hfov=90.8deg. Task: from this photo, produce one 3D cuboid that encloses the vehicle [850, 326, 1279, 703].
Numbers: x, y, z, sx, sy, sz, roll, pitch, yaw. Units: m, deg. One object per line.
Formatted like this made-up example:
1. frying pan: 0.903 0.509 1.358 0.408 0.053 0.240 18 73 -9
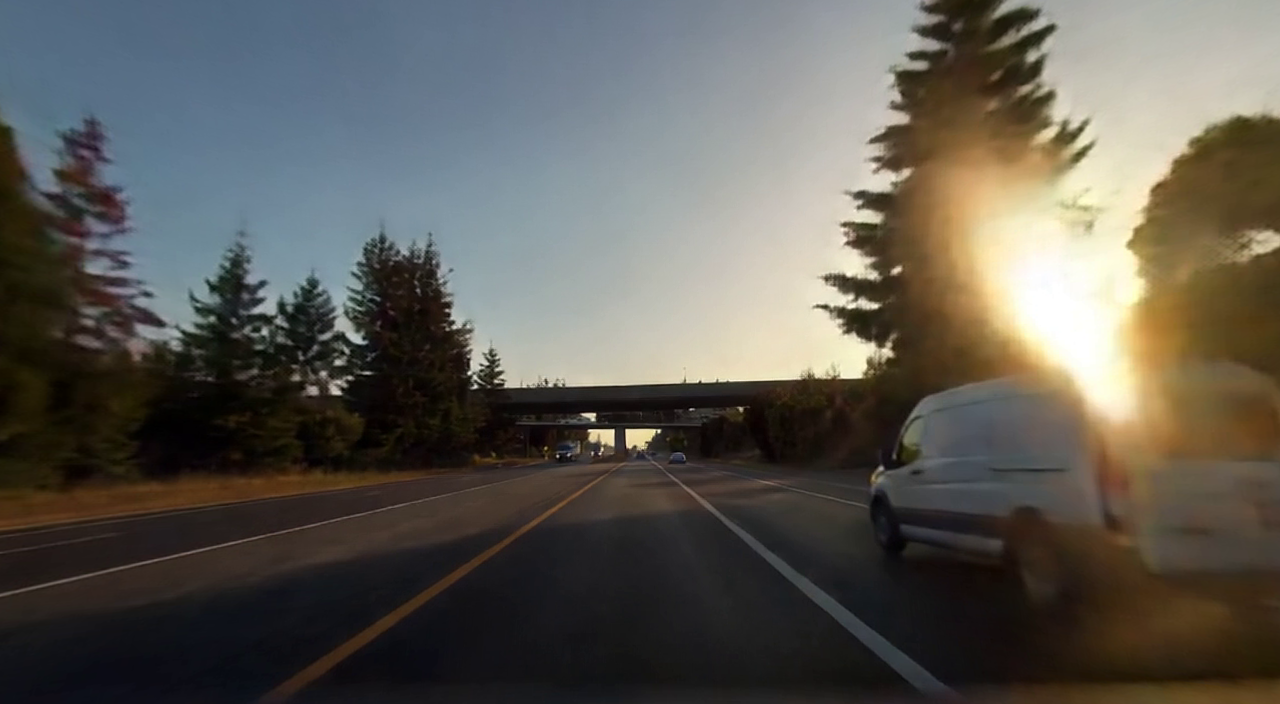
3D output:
1. vehicle: 3.921 1.268 5.726 2.152 1.998 5.380 0 -9 0
